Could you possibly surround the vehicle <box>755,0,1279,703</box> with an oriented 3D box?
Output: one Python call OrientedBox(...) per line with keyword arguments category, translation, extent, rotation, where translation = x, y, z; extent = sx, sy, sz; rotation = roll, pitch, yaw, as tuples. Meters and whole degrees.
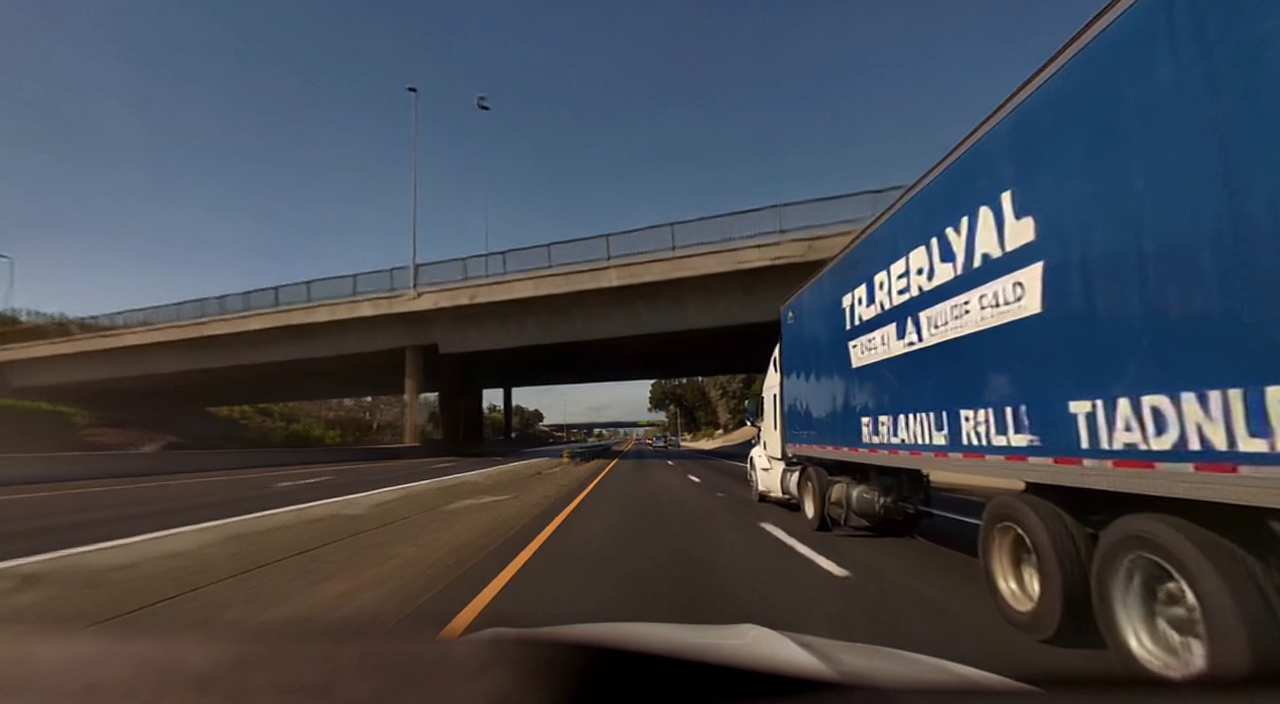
OrientedBox(category="vehicle", translation=(4.210, 0.483, 7.919), extent=(3.006, 4.093, 14.142), rotation=(0, -8, 1))
